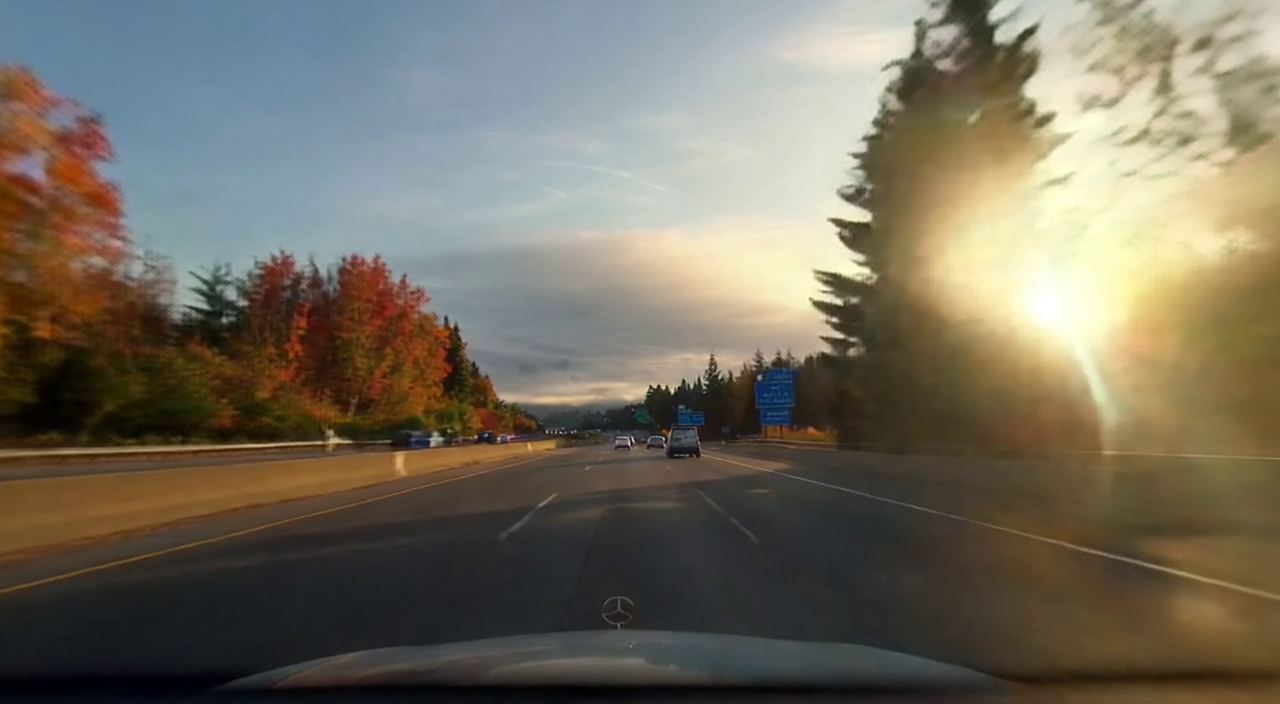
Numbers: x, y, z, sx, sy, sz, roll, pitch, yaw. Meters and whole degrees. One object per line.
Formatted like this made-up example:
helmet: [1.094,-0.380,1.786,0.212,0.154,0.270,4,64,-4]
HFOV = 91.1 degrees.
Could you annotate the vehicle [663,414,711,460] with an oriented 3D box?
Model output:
vehicle: [2.761,5.260,38.804,2.411,2.614,5.781,0,-8,-1]
